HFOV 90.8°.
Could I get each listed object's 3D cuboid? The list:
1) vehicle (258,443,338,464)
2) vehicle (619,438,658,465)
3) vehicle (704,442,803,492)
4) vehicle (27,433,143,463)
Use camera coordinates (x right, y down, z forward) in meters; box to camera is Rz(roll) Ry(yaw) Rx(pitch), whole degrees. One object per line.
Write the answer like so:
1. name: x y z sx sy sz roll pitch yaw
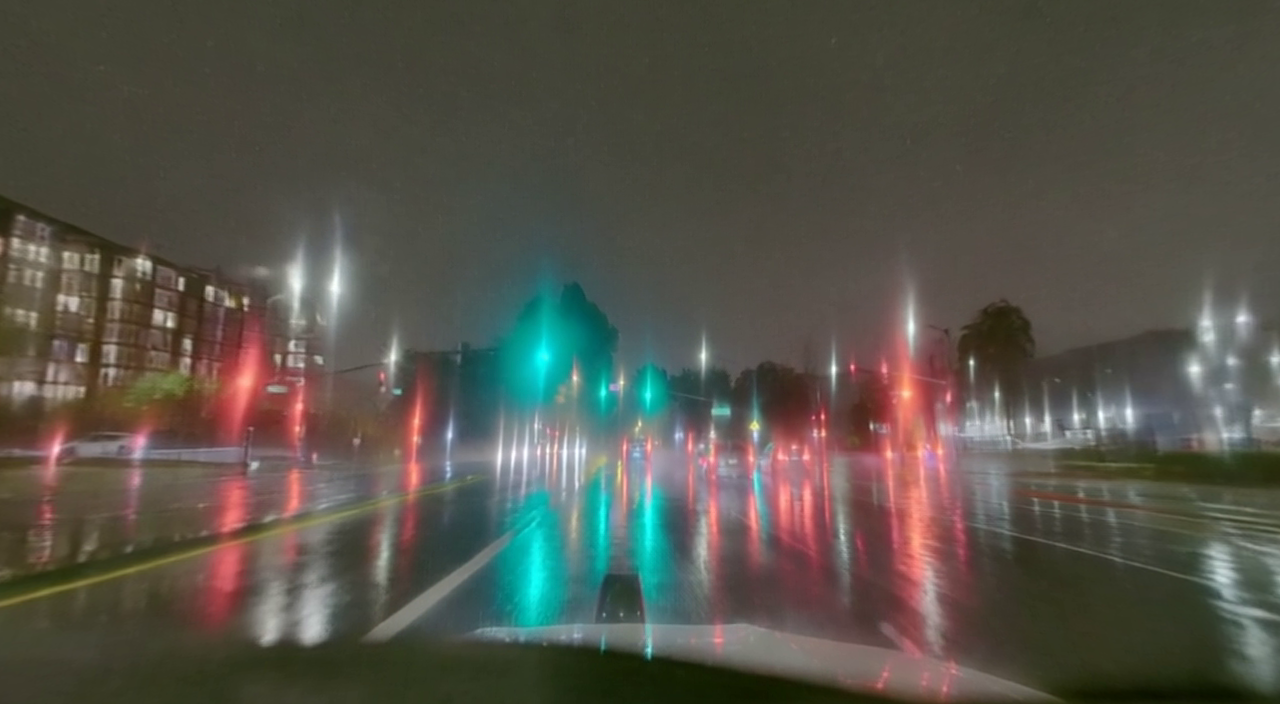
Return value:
1. vehicle: -25.200 7.469 46.665 4.751 1.501 2.147 -1 -8 5
2. vehicle: -0.077 5.759 36.847 2.143 1.480 4.006 0 -8 -1
3. vehicle: 3.286 3.422 19.280 2.080 1.321 4.382 0 -8 -2
4. vehicle: -29.903 5.193 34.134 4.469 1.501 1.990 -1 -9 3
